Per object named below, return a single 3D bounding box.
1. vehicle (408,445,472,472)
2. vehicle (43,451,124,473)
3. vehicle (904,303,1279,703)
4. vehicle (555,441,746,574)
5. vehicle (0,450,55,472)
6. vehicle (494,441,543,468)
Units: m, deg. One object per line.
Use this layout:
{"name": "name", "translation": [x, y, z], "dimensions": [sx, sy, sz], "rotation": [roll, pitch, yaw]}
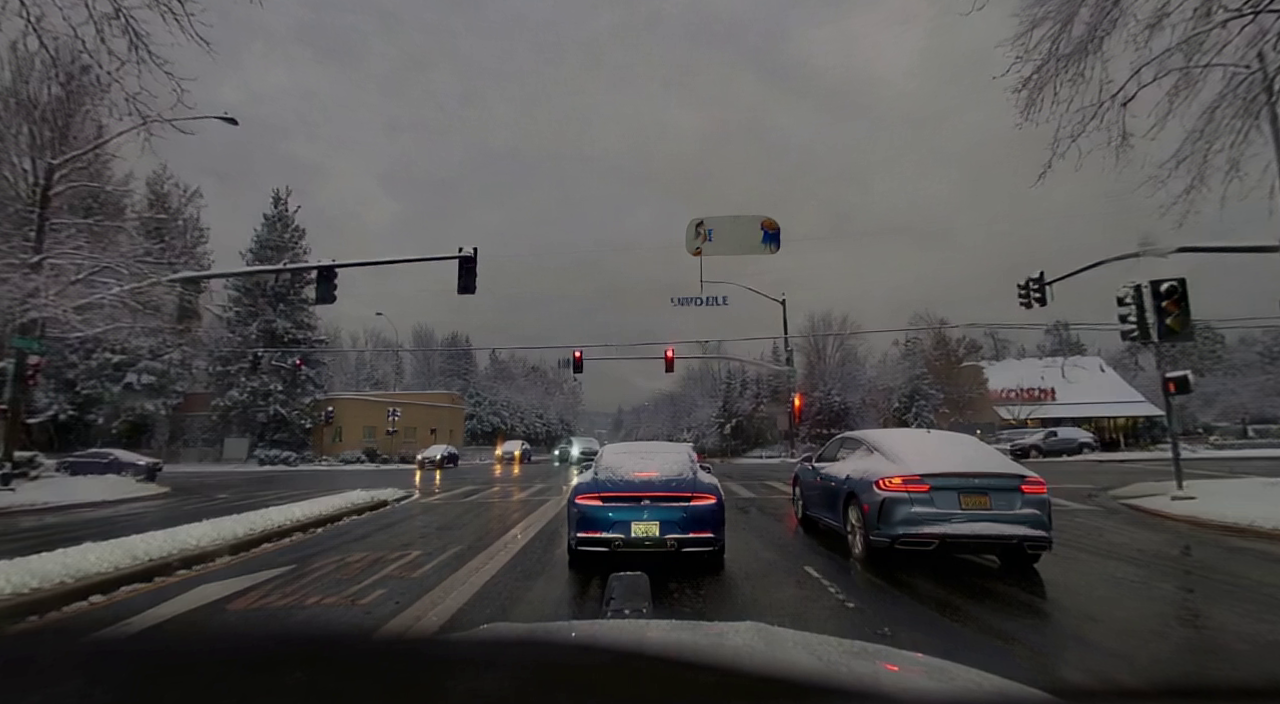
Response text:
{"name": "vehicle", "translation": [-11.574, 6.160, 36.818], "dimensions": [2.053, 1.436, 4.494], "rotation": [-1, -8, 3]}
{"name": "vehicle", "translation": [-41.293, 8.159, 46.806], "dimensions": [4.195, 1.533, 1.752], "rotation": [0, -8, -3]}
{"name": "vehicle", "translation": [3.111, 0.809, 2.528], "dimensions": [2.143, 1.759, 4.531], "rotation": [0, -8, 0]}
{"name": "vehicle", "translation": [0.123, 1.875, 8.396], "dimensions": [1.945, 1.343, 3.827], "rotation": [0, -8, 1]}
{"name": "vehicle", "translation": [-46.149, 7.969, 46.173], "dimensions": [4.545, 1.558, 1.833], "rotation": [0, -8, -3]}
{"name": "vehicle", "translation": [-7.897, 6.672, 41.320], "dimensions": [2.091, 1.651, 4.870], "rotation": [-1, -8, 2]}
